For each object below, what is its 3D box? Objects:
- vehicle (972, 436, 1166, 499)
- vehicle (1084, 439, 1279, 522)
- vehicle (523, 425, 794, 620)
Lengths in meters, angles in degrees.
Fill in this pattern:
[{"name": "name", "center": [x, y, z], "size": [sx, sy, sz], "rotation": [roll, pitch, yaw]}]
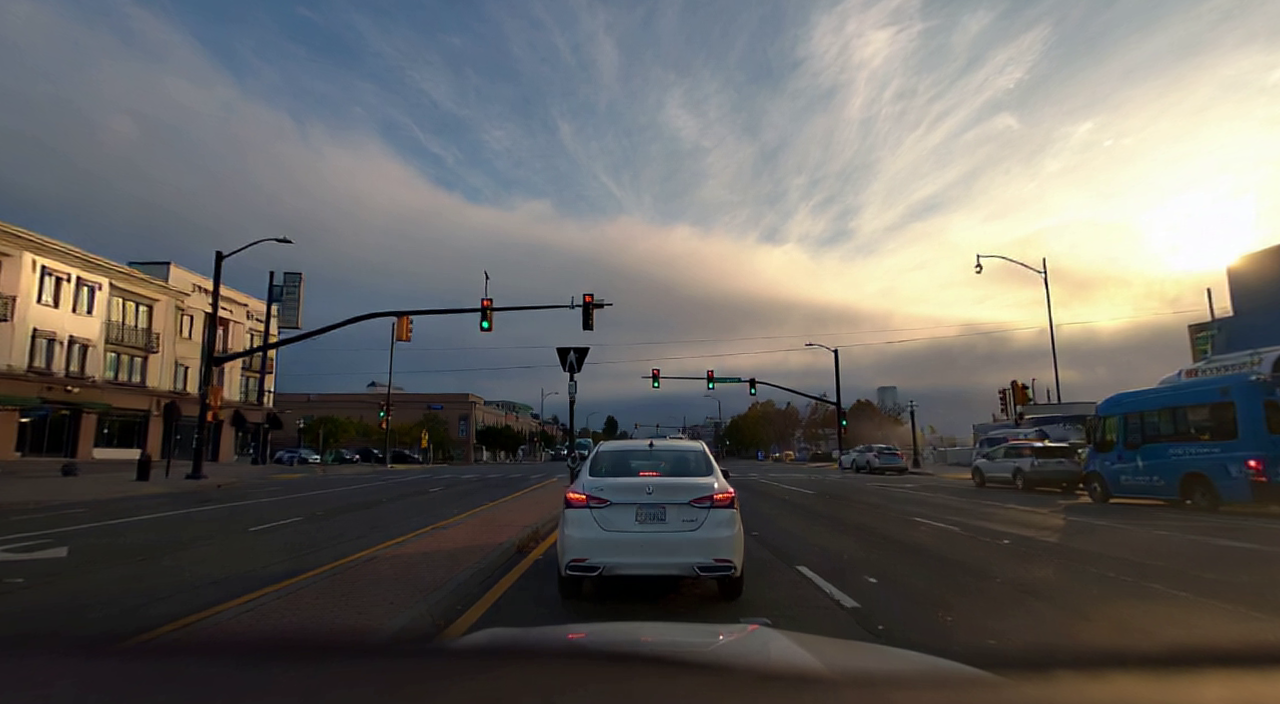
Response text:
[{"name": "vehicle", "center": [14.066, 3.816, 21.371], "size": [2.309, 1.819, 5.793], "rotation": [1, -9, -3]}, {"name": "vehicle", "center": [14.189, 3.107, 15.951], "size": [2.235, 1.721, 5.230], "rotation": [0, -9, 1]}, {"name": "vehicle", "center": [0.133, 1.630, 7.013], "size": [2.067, 1.471, 4.241], "rotation": [0, -9, 0]}]
